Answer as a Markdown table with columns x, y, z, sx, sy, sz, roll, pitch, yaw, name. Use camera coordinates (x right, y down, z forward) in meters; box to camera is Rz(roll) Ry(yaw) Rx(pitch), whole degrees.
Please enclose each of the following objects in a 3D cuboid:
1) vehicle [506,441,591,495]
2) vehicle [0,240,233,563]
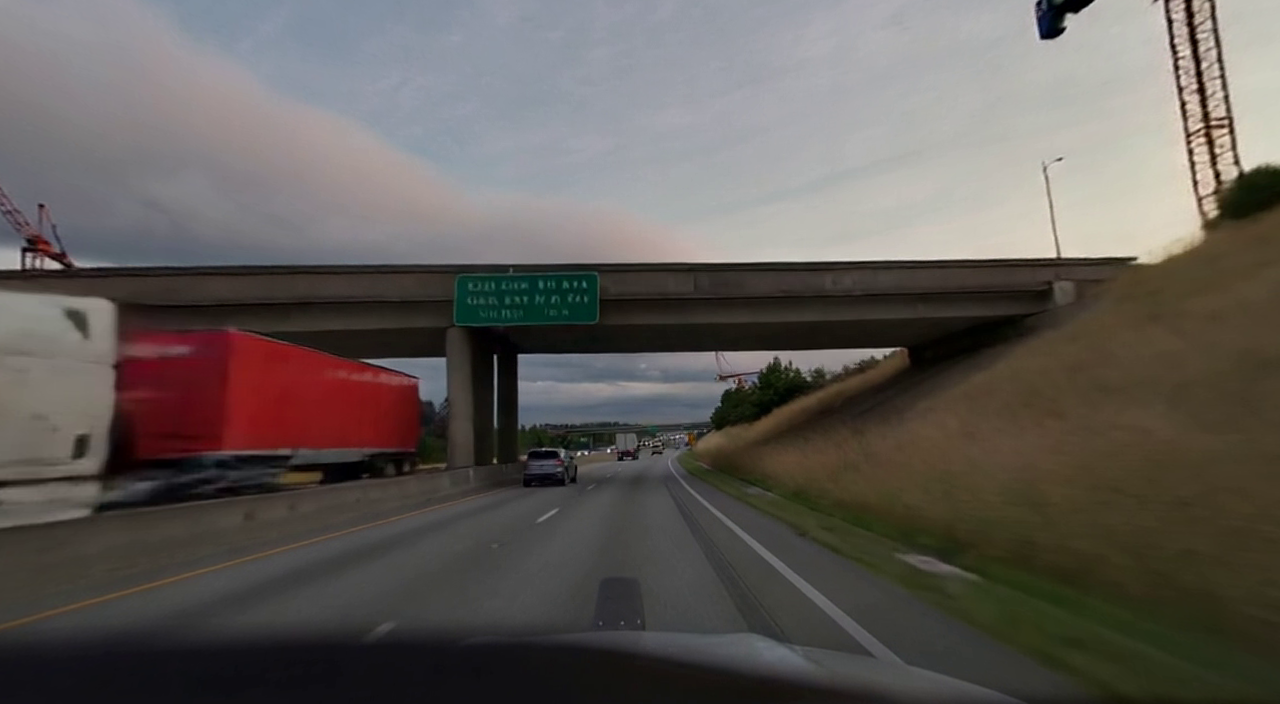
| x | y | z | sx | sy | sz | roll | pitch | yaw | name |
| --- | --- | --- | --- | --- | --- | --- | --- | --- | --- |
| -2.989 | 3.905 | 21.534 | 2.194 | 1.648 | 3.984 | 0 | -9 | 2 | vehicle |
| -9.657 | 0.809 | 9.071 | 3.436 | 3.972 | 5.728 | 0 | -9 | 2 | vehicle |
